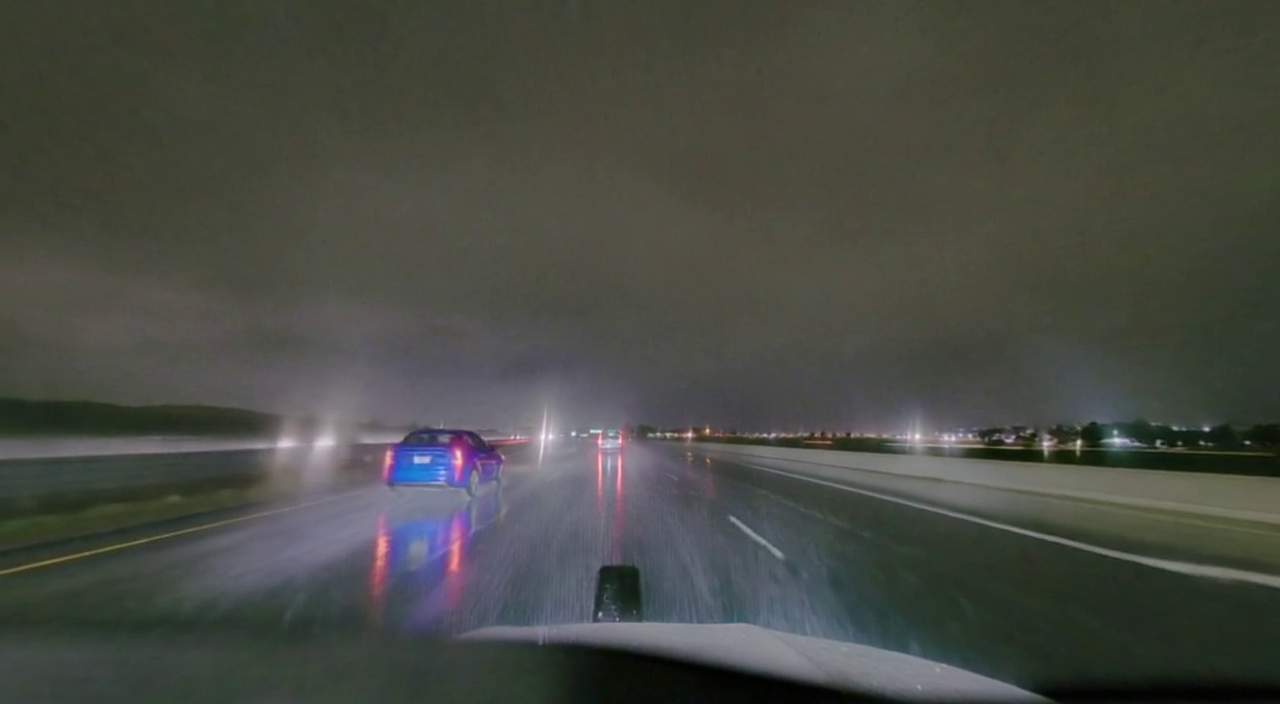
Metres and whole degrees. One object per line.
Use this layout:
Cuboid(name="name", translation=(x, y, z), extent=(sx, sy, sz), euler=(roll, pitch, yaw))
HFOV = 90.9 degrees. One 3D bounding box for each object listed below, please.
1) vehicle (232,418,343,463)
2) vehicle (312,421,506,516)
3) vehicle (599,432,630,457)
Cuboid(name="vehicle", translation=(-12.894, 3.272, 23.396), extent=(1.829, 1.475, 4.093), euler=(0, -8, -1))
Cuboid(name="vehicle", translation=(-4.360, 2.268, 12.981), extent=(2.141, 1.534, 5.099), euler=(0, -8, -1))
Cuboid(name="vehicle", translation=(-1.710, 6.148, 42.124), extent=(1.997, 1.589, 4.179), euler=(0, -8, -3))
